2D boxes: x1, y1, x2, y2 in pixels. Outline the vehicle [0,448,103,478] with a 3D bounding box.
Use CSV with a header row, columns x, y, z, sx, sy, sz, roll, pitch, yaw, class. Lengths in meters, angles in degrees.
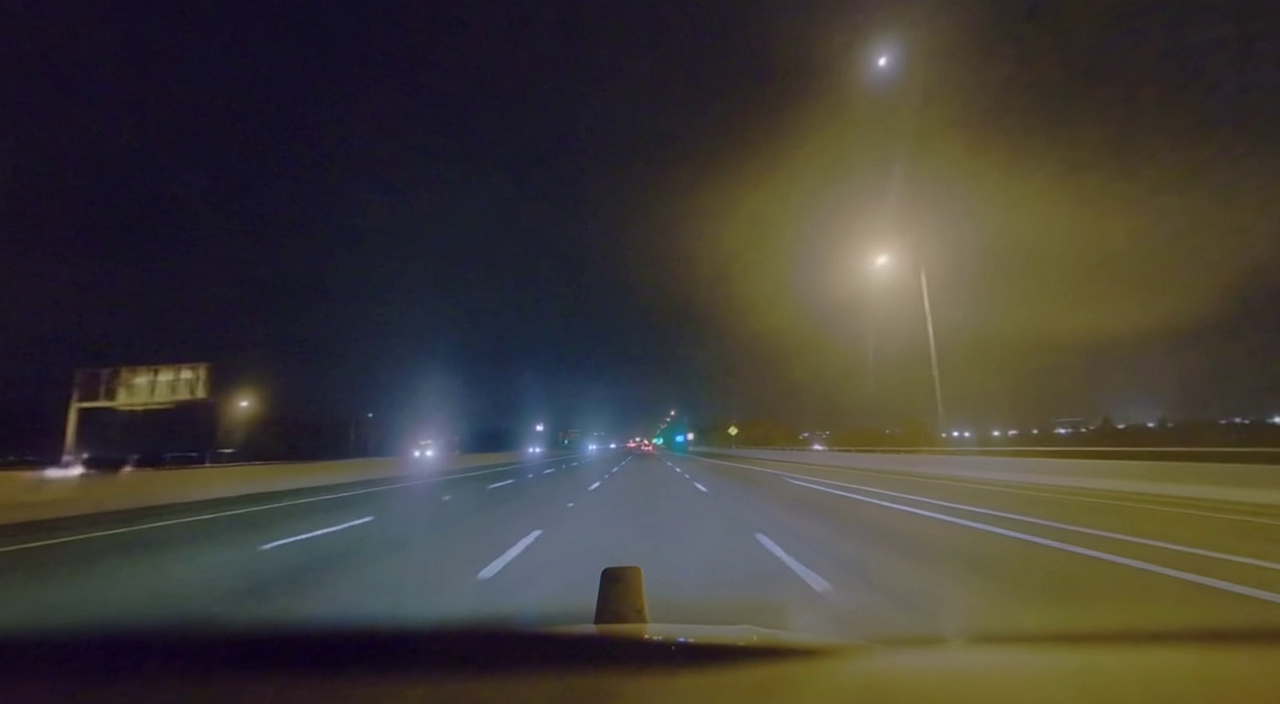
x,y,z,sx,sy,sz,roll,pitch,yaw,class
-34.155,6.365,36.379,2.015,1.583,4.829,-1,-8,1,vehicle
